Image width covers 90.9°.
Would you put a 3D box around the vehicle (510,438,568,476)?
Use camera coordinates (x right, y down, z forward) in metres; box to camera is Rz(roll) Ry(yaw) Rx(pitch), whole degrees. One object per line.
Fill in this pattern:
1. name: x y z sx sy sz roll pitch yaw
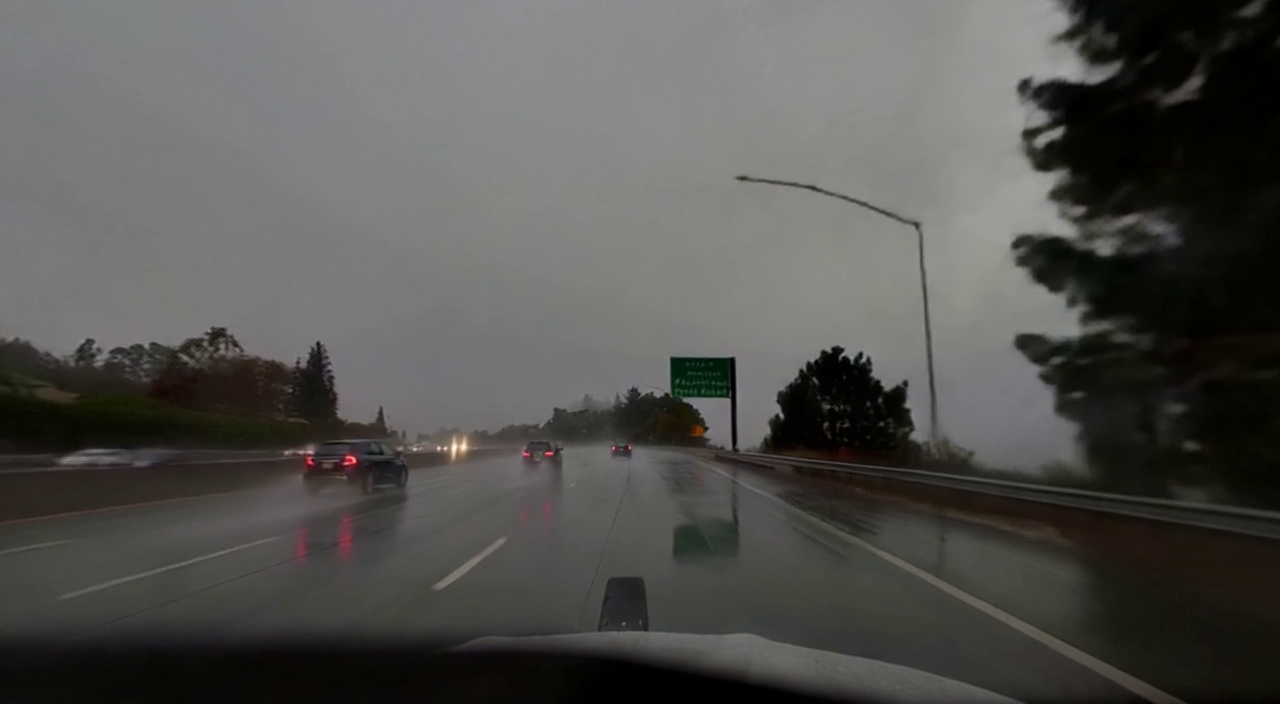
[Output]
1. vehicle: -4.552 4.786 28.985 1.991 1.610 4.606 0 -8 -1

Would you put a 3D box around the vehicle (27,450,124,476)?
1. vehicle: -35.813 7.006 40.200 1.829 1.479 4.742 0 -8 -2

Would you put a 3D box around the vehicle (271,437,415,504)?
1. vehicle: -8.019 3.200 17.528 2.086 1.628 4.039 0 -8 -1

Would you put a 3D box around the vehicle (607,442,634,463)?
1. vehicle: -1.413 7.174 45.105 1.881 1.460 3.694 0 -8 -2
